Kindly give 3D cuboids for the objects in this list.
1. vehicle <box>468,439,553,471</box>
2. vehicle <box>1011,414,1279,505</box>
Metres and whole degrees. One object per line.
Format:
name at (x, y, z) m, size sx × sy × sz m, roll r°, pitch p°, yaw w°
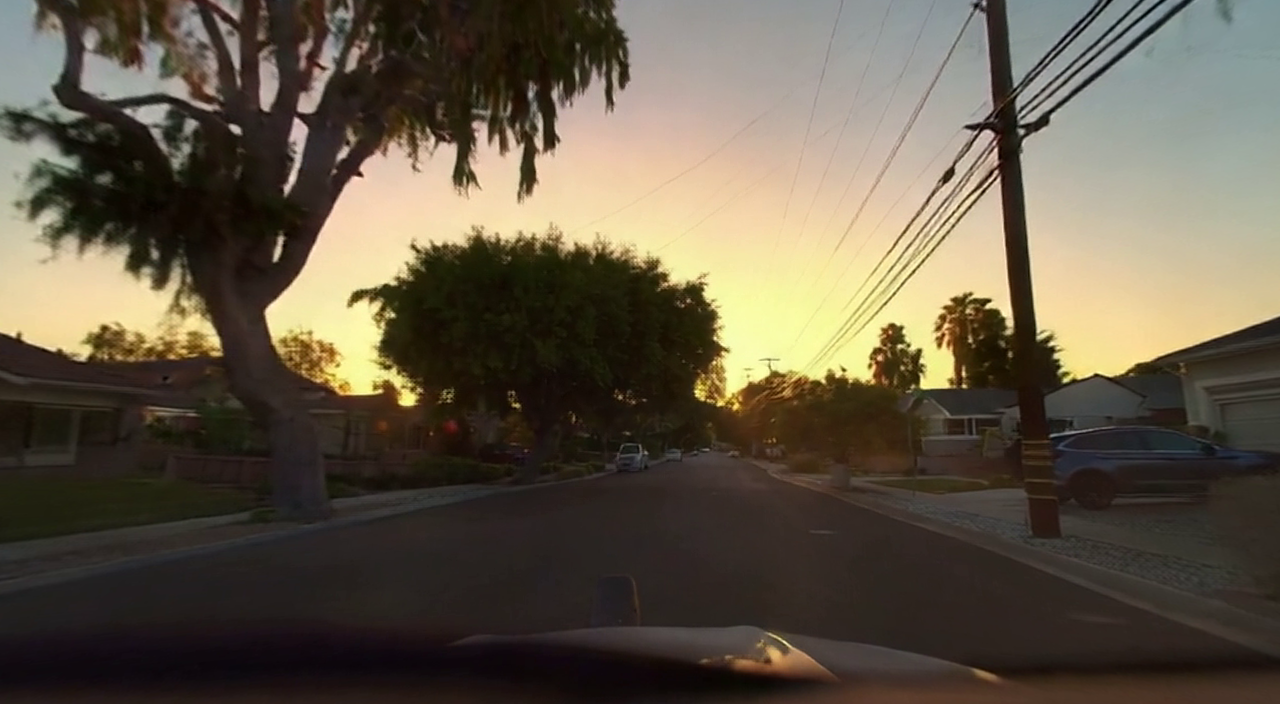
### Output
vehicle at (-8.513, 6.770, 41.730) m, size 5.033 × 1.997 × 2.126 m, roll -1°, pitch -9°, yaw 5°
vehicle at (12.149, 2.441, 14.521) m, size 5.693 × 1.886 × 2.235 m, roll -1°, pitch -9°, yaw 7°
